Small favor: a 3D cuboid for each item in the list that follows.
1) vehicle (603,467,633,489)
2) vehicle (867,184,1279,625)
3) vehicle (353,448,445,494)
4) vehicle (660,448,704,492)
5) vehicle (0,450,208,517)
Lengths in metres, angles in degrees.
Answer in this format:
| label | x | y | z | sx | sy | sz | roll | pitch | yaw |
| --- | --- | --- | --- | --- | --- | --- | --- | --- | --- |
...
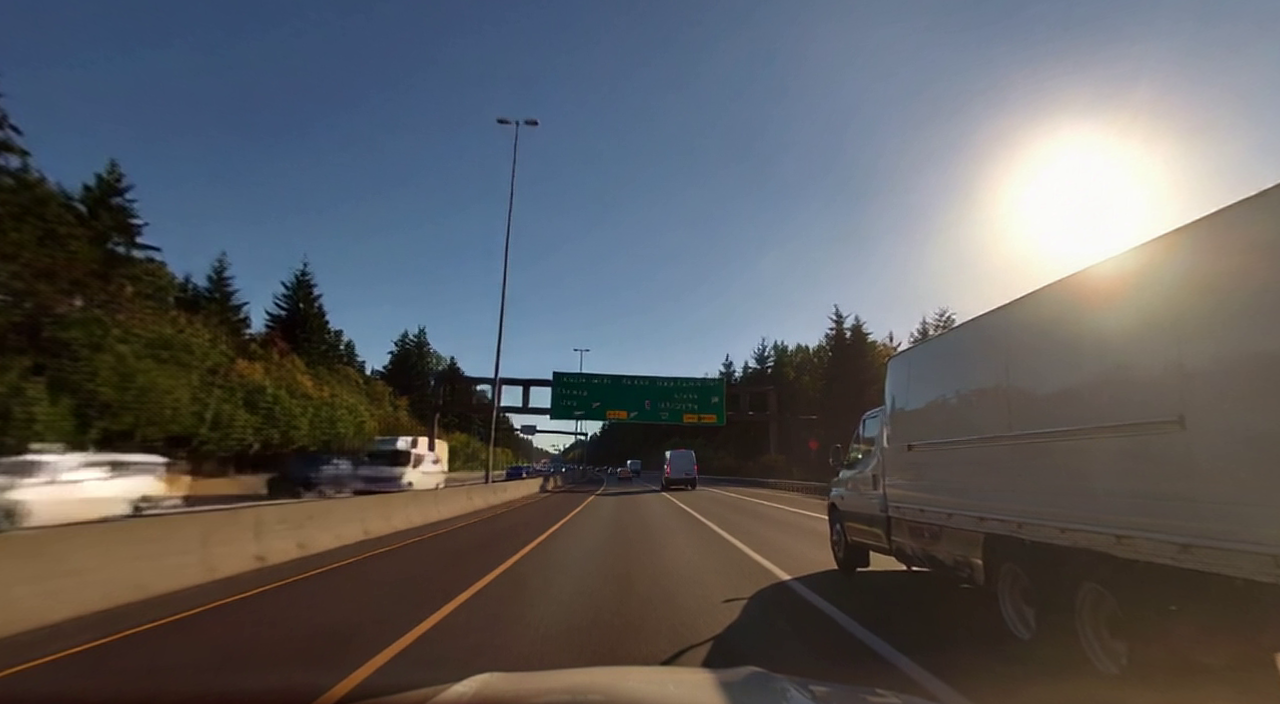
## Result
| label | x | y | z | sx | sy | sz | roll | pitch | yaw |
| --- | --- | --- | --- | --- | --- | --- | --- | --- | --- |
| vehicle | -1.646 | 9.485 | 47.415 | 2.106 | 1.524 | 4.381 | 1 | -10 | -1 |
| vehicle | 7.443 | 1.084 | 9.069 | 2.866 | 4.102 | 14.351 | 1 | -10 | -1 |
| vehicle | -10.739 | 5.384 | 28.465 | 2.187 | 1.857 | 5.082 | 1 | -10 | -1 |
| vehicle | 2.690 | 7.819 | 41.785 | 2.291 | 2.639 | 5.280 | 1 | -10 | -3 |
| vehicle | -14.055 | 3.410 | 16.609 | 2.018 | 1.481 | 4.558 | 1 | -10 | -1 |
